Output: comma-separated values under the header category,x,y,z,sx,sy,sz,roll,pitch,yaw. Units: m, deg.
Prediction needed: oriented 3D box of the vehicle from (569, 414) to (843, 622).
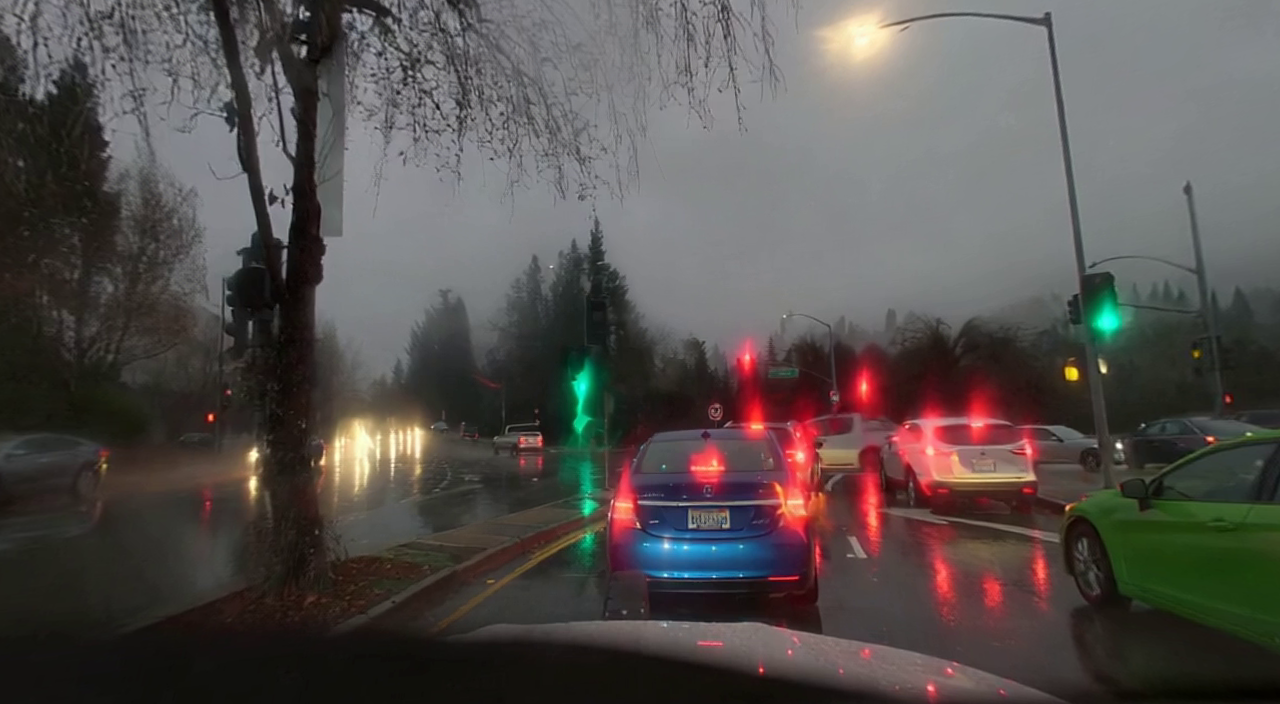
category,x,y,z,sx,sy,sz,roll,pitch,yaw
vehicle,0.856,1.500,6.698,2.052,1.483,3.928,-2,-8,12

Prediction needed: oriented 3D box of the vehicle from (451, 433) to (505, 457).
category,x,y,z,sx,sy,sz,roll,pitch,yaw
vehicle,-12.478,7.126,48.186,1.972,1.705,4.457,8,-11,-44

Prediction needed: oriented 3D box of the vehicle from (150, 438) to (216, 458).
category,x,y,z,sx,sy,sz,roll,pitch,yaw
vehicle,-35.377,7.441,48.640,1.652,1.433,3.733,-7,-11,40

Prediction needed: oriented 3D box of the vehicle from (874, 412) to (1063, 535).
category,x,y,z,sx,sy,sz,roll,pitch,yaw
vehicle,5.527,2.050,11.281,2.102,1.717,4.373,-2,-9,16

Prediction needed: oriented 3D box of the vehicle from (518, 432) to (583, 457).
category,x,y,z,sx,sy,sz,roll,pitch,yaw
vehicle,-5.979,6.112,41.547,1.932,1.573,4.509,8,-12,-44

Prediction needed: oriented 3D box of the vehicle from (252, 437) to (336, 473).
category,x,y,z,sx,sy,sz,roll,pitch,yaw
vehicle,-15.261,4.544,27.993,1.976,1.458,4.645,2,-8,-13

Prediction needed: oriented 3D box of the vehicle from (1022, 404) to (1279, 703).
category,x,y,z,sx,sy,sz,roll,pitch,yaw
vehicle,4.239,1.059,3.380,1.954,1.508,4.441,-1,-8,7

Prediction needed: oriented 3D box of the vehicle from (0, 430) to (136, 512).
category,x,y,z,sx,sy,sz,roll,pitch,yaw
vehicle,-13.307,2.492,13.584,1.948,1.532,4.102,2,-8,-11
